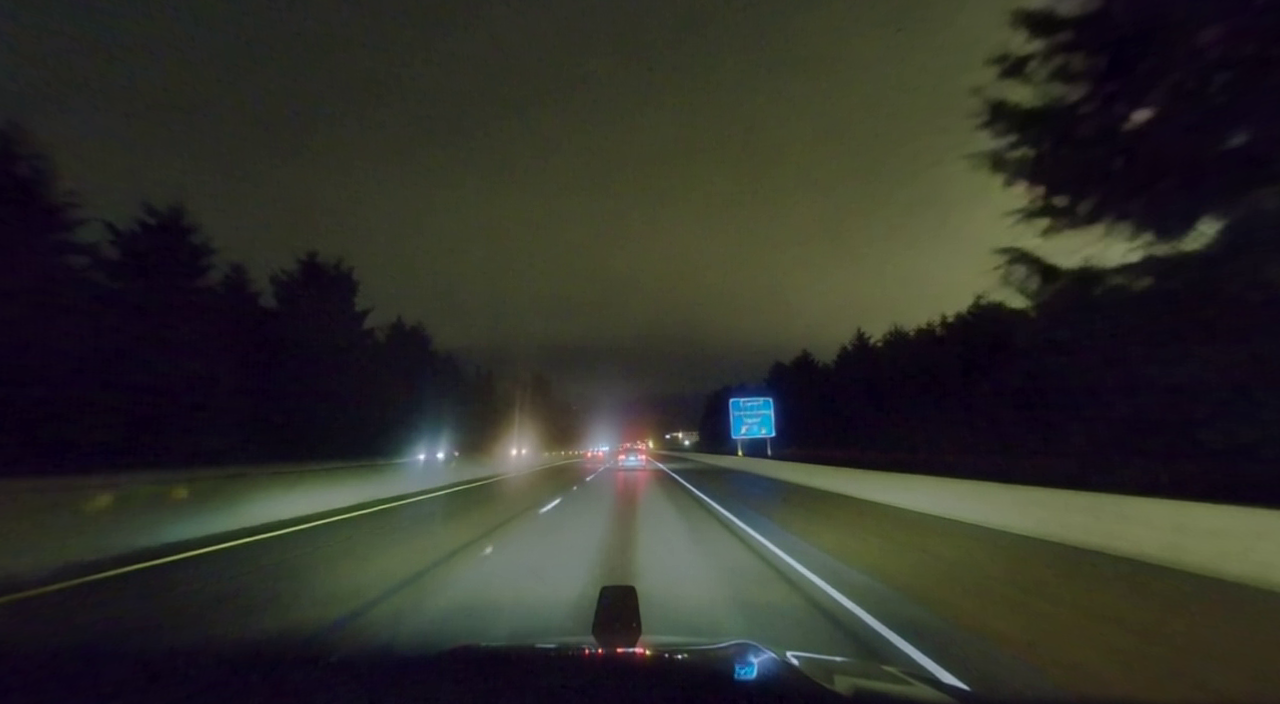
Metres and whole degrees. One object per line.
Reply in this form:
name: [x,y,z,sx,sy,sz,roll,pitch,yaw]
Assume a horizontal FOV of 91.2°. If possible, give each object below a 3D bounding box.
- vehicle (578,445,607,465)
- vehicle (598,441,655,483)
vehicle: [-3.696,8.113,49.330,1.994,1.470,3.752,-1,-9,0]
vehicle: [-0.502,4.345,24.935,2.066,1.490,3.759,-1,-9,0]
